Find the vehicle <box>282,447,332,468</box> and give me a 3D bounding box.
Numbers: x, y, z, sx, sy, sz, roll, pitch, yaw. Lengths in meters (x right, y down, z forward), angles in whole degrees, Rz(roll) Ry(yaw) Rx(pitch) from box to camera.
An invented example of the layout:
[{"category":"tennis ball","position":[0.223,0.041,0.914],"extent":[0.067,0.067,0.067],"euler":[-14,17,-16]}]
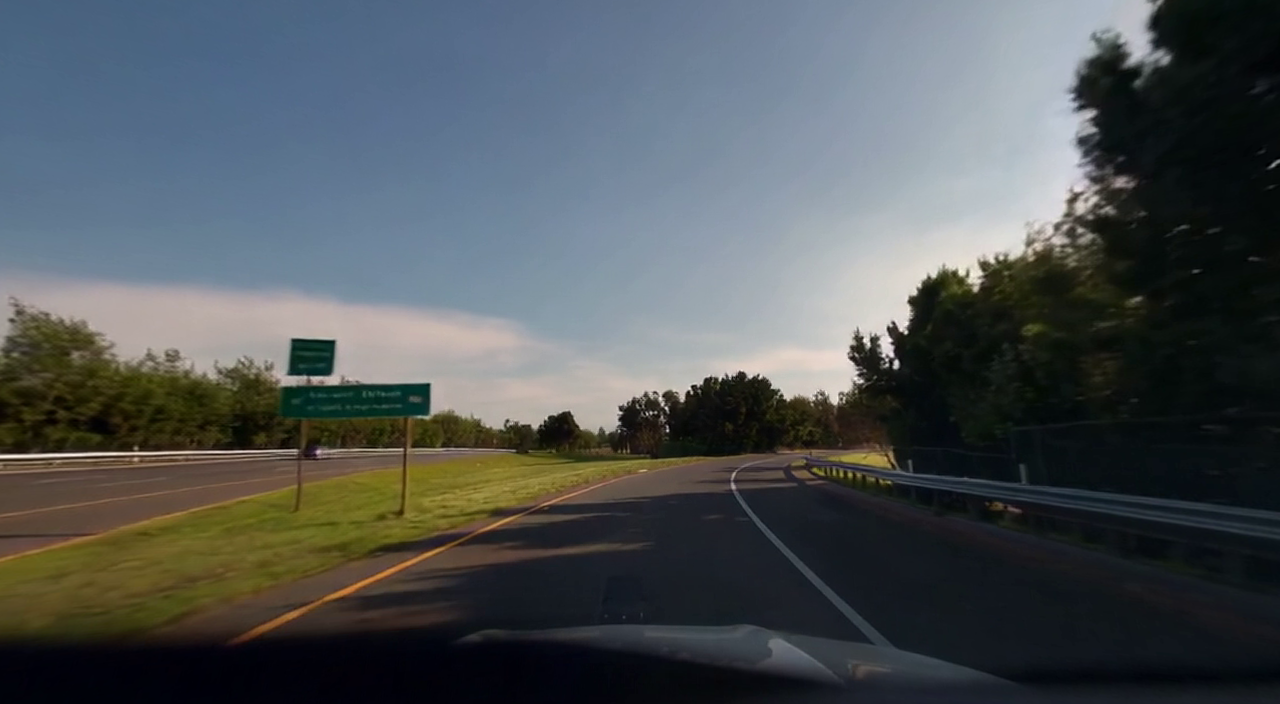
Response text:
[{"category":"vehicle","position":[-25.105,7.966,47.725],"extent":[2.044,1.492,4.665],"euler":[2,-9,-12]}]
